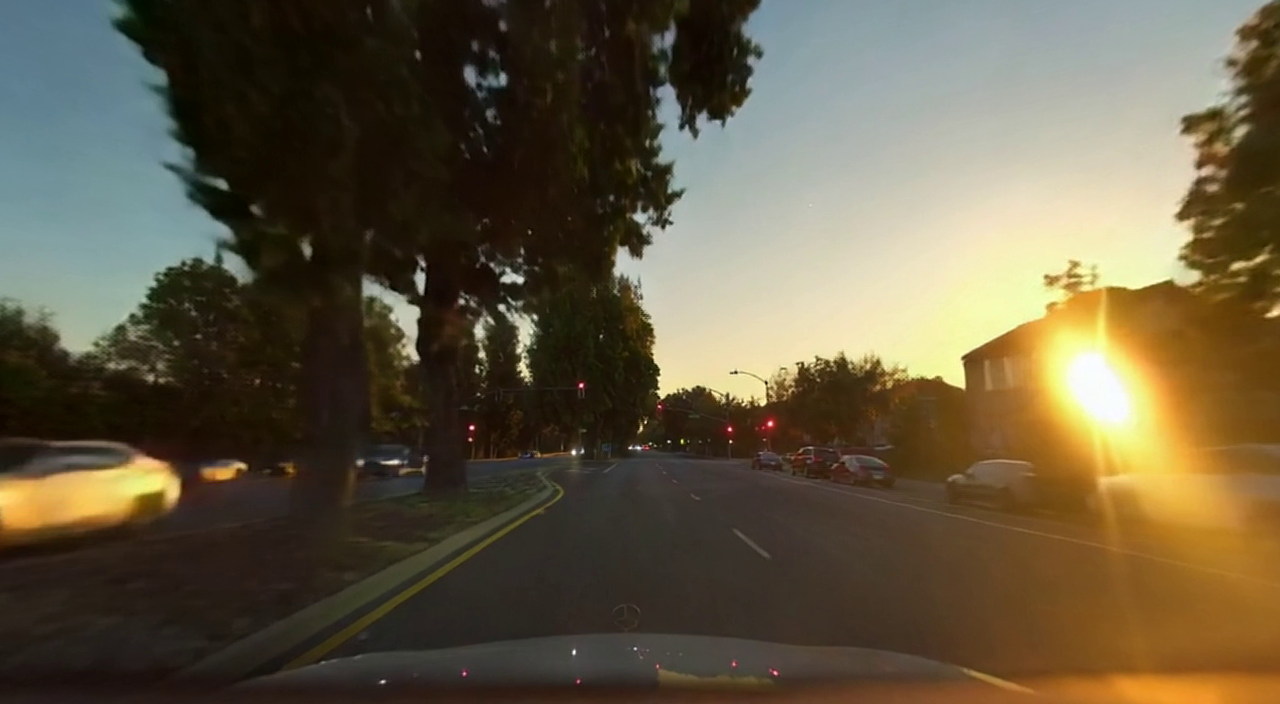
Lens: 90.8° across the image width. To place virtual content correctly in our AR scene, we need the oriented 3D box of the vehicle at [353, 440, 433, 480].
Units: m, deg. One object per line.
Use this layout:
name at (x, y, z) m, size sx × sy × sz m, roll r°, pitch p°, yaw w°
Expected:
vehicle at (-11.485, 5.037, 29.751) m, size 1.940 × 1.740 × 4.356 m, roll 0°, pitch -9°, yaw 0°

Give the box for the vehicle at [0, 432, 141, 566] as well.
vehicle at (-8.175, 1.613, 6.838) m, size 1.922 × 1.486 × 4.392 m, roll 0°, pitch -9°, yaw 0°

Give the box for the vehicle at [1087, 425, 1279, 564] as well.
vehicle at (9.871, 2.119, 9.455) m, size 2.176 × 1.893 × 5.744 m, roll 3°, pitch -9°, yaw 0°

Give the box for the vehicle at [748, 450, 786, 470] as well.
vehicle at (9.802, 8.370, 49.152) m, size 1.918 × 1.483 × 4.813 m, roll 0°, pitch -9°, yaw -1°

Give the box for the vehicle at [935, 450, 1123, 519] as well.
vehicle at (9.829, 3.343, 16.518) m, size 1.991 × 1.490 × 4.470 m, roll 0°, pitch -9°, yaw -1°

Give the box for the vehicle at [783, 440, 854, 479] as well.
vehicle at (9.779, 5.932, 35.124) m, size 2.245 × 1.983 × 5.433 m, roll 0°, pitch -9°, yaw -1°

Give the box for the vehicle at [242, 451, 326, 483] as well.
vehicle at (-18.473, 5.961, 33.051) m, size 1.728 × 1.512 × 4.554 m, roll 0°, pitch -9°, yaw 0°

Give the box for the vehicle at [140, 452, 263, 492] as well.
vehicle at (-18.312, 4.987, 26.716) m, size 1.844 × 1.480 × 4.729 m, roll 0°, pitch -9°, yaw -1°

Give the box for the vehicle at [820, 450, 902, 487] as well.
vehicle at (9.760, 5.168, 28.349) m, size 1.931 × 1.473 × 4.742 m, roll 0°, pitch -9°, yaw 0°
